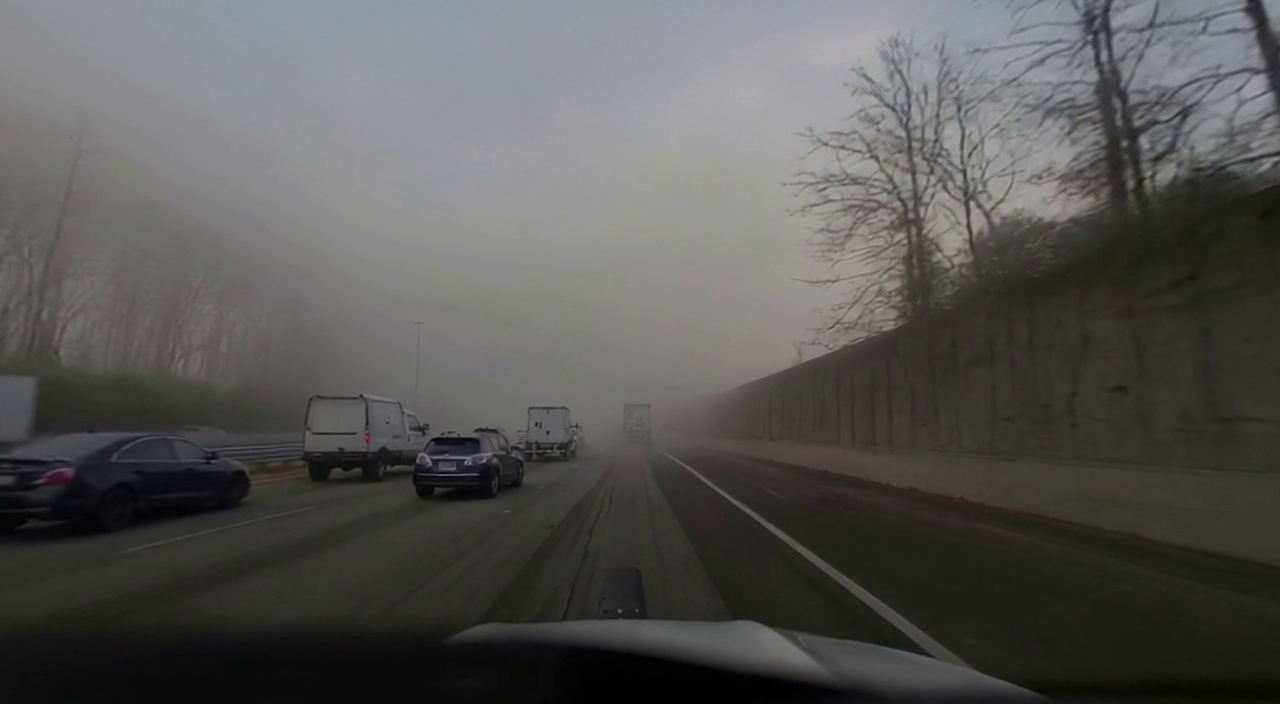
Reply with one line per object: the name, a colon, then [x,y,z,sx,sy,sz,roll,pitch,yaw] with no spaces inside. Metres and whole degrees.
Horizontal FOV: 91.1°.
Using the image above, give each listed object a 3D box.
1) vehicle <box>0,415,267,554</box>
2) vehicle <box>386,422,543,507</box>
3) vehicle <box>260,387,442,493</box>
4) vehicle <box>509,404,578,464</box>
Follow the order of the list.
vehicle: [-7.600,1.761,9.105,1.957,1.545,3.971,0,-8,0]
vehicle: [-3.406,2.262,13.167,2.089,1.485,4.153,0,-8,0]
vehicle: [-7.621,2.429,17.532,2.386,2.435,5.831,0,-8,-2]
vehicle: [-4.362,3.826,29.364,2.427,2.514,5.159,0,-8,0]
